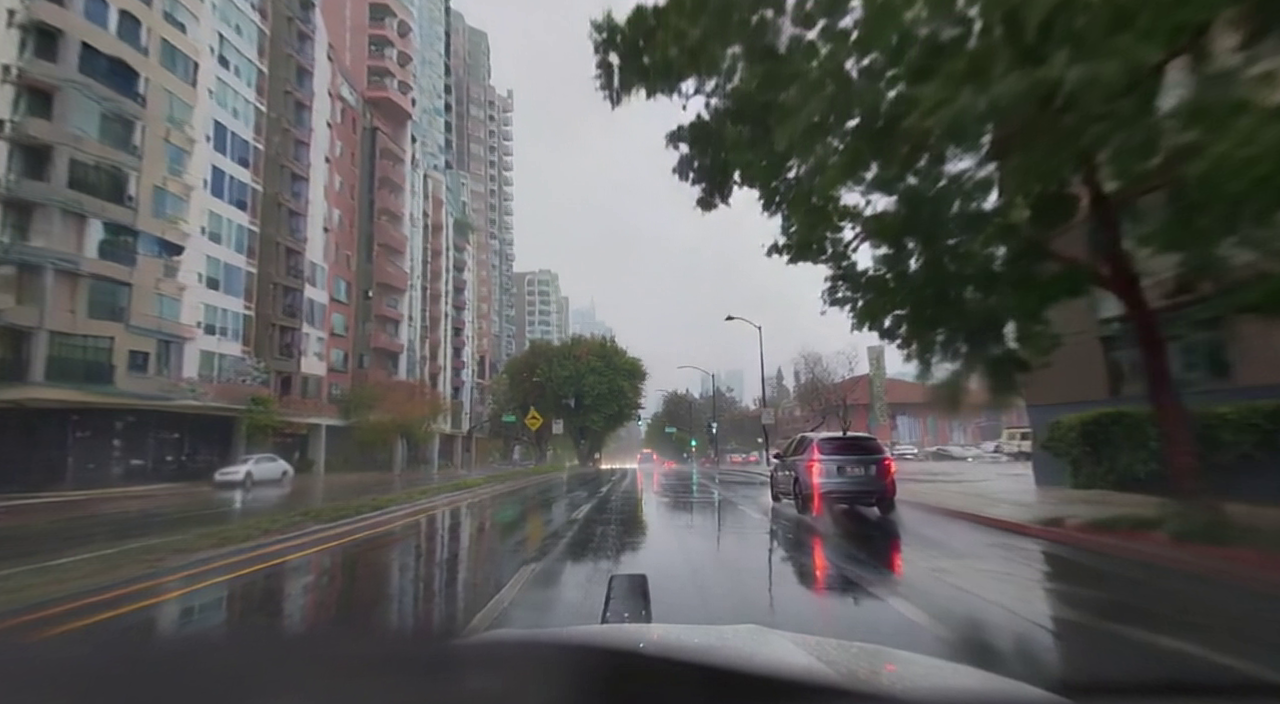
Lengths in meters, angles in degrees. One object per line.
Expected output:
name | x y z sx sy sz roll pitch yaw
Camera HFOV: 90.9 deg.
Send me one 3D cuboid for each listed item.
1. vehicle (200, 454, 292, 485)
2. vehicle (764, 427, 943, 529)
vehicle | -21.259 6.325 34.279 1.864 1.468 4.770 0 -9 1
vehicle | 3.727 2.268 11.880 1.949 1.583 3.996 0 -9 0
